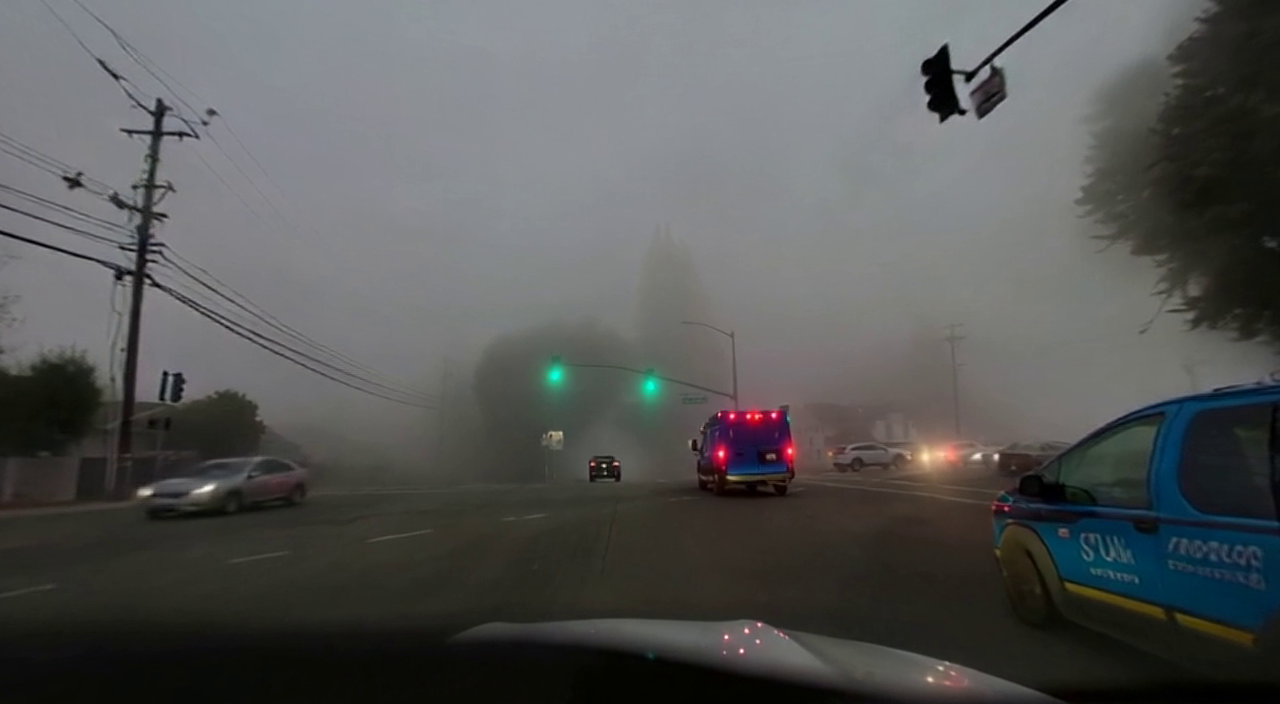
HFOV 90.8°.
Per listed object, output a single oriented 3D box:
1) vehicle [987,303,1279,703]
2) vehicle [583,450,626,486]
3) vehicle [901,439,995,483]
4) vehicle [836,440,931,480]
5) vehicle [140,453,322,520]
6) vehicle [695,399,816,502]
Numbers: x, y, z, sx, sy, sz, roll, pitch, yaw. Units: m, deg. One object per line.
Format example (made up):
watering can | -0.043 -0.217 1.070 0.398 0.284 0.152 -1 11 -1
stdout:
vehicle | 3.882 0.741 2.663 2.194 1.922 4.822 -1 -9 2
vehicle | -1.946 6.078 33.430 2.114 1.707 3.725 0 -9 -5
vehicle | 12.350 4.315 25.243 3.936 1.594 1.860 7 -11 -41
vehicle | 11.394 4.969 29.419 4.897 1.675 2.032 7 -12 -42
vehicle | -10.641 3.486 16.960 2.053 1.474 4.489 0 -9 -3
vehicle | 3.289 3.016 19.475 2.406 2.687 5.521 0 -9 -3
